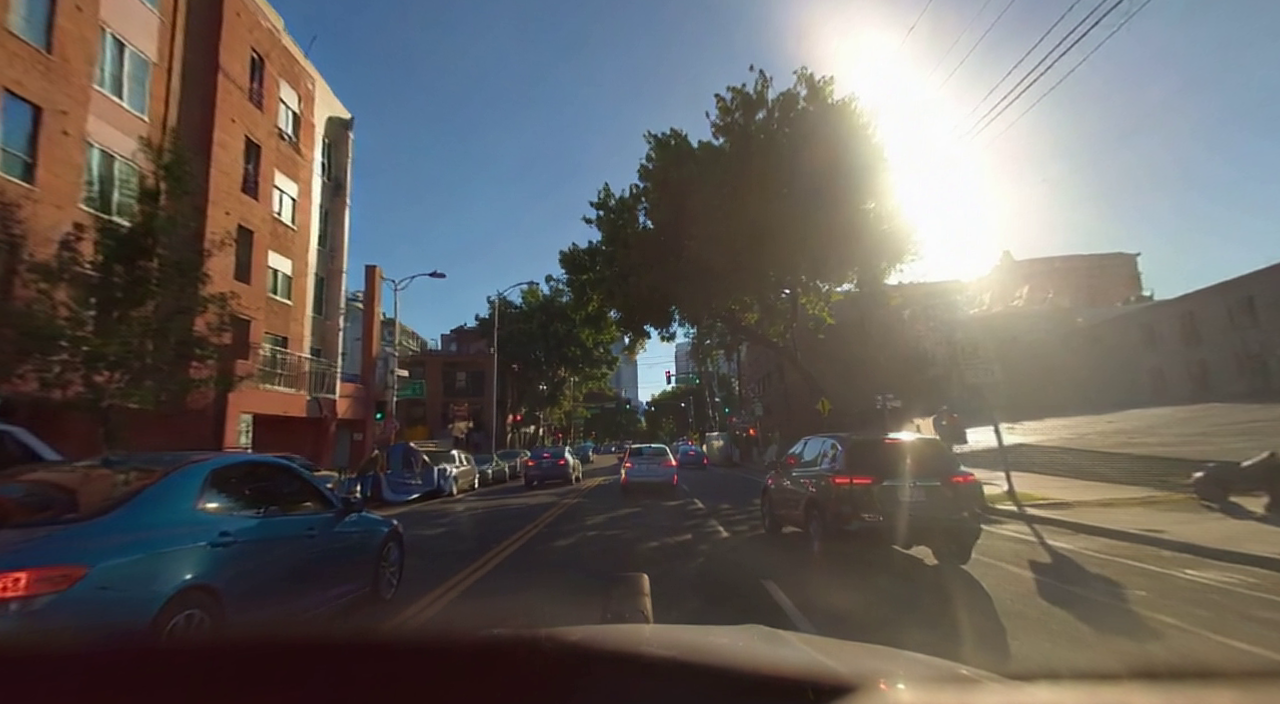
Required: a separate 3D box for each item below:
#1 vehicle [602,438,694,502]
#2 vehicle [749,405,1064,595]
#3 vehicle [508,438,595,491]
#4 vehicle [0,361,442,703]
[{"bbox_3d":[0.179,3.077,16.850,2.139,1.466,4.373,0,-9,0],"label":"vehicle"},{"bbox_3d":[2.805,1.690,8.001,2.094,1.709,4.394,0,-9,1],"label":"vehicle"},{"bbox_3d":[-2.705,3.607,20.520,2.019,1.507,4.643,0,-9,2],"label":"vehicle"},{"bbox_3d":[-3.022,1.143,4.080,2.085,1.619,3.976,0,-9,1],"label":"vehicle"}]
